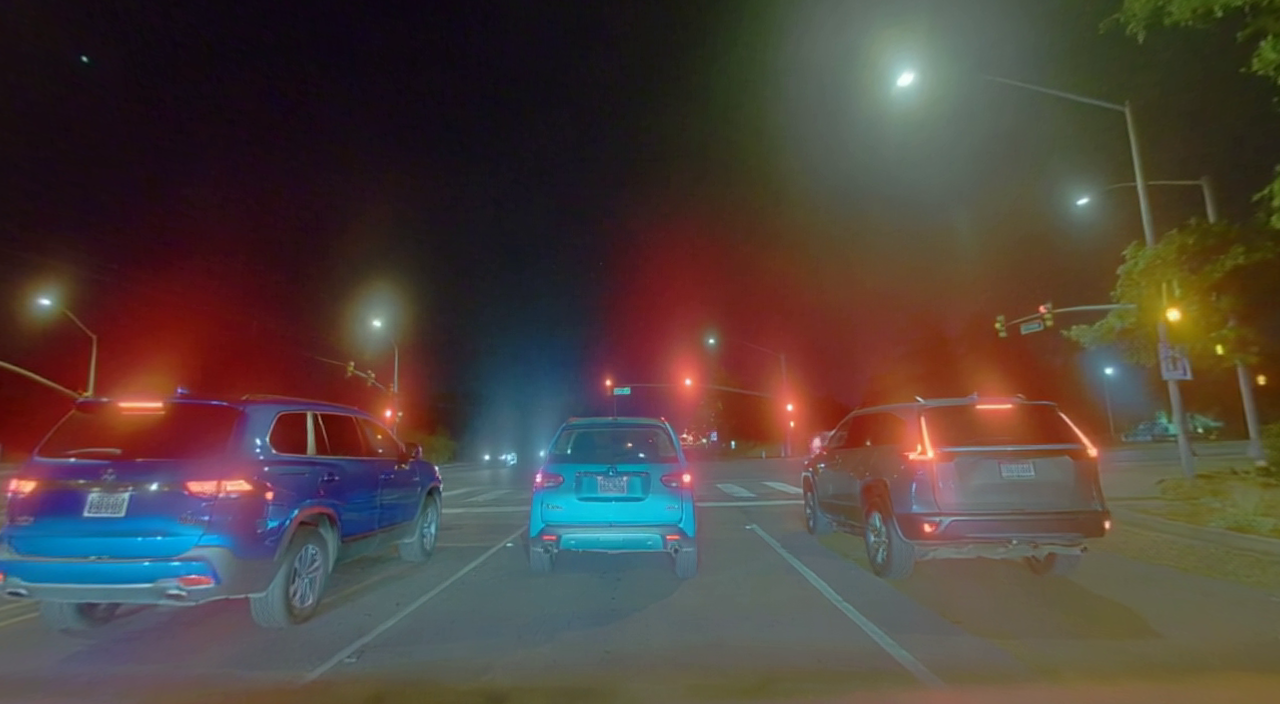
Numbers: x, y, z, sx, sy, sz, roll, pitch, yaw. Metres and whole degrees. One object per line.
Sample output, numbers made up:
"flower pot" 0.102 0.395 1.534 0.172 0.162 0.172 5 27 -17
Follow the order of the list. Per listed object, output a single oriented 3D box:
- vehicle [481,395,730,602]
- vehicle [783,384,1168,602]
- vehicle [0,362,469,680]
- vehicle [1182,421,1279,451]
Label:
"vehicle" -0.232 1.513 7.308 2.067 1.702 3.987 0 -8 2
"vehicle" 3.269 1.485 7.498 2.083 1.779 4.532 0 -8 0
"vehicle" -3.274 1.284 5.893 2.047 1.810 4.414 0 -8 1
"vehicle" 32.801 4.652 34.755 4.175 1.634 1.877 1 -8 -4
